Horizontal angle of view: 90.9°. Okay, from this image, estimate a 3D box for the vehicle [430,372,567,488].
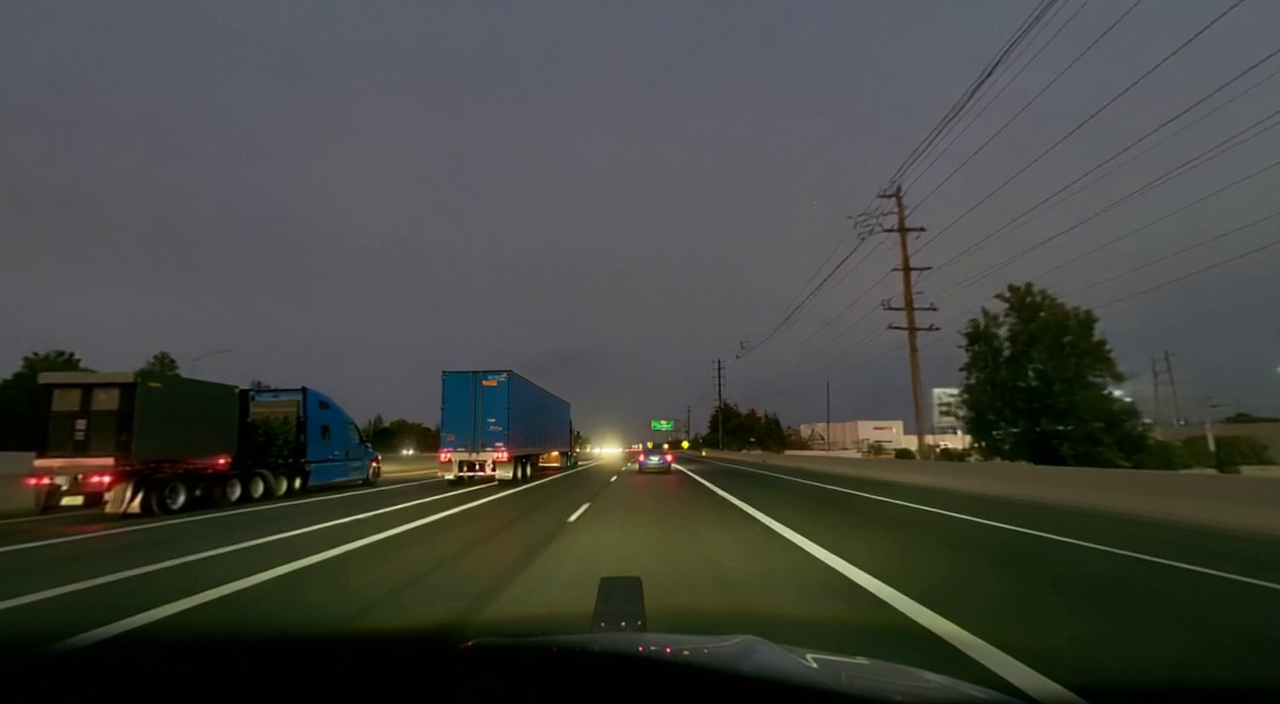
[{"bbox_3d":[-5.903,3.882,30.124,2.907,4.081,15.311,0,-8,0],"label":"vehicle"}]

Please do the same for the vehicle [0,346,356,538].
[{"bbox_3d":[-10.530,2.154,15.115,2.896,3.140,9.491,0,-8,1],"label":"vehicle"}]

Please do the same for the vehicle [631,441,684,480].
[{"bbox_3d":[0.695,4.575,26.872,2.055,1.514,4.323,0,-8,0],"label":"vehicle"}]
